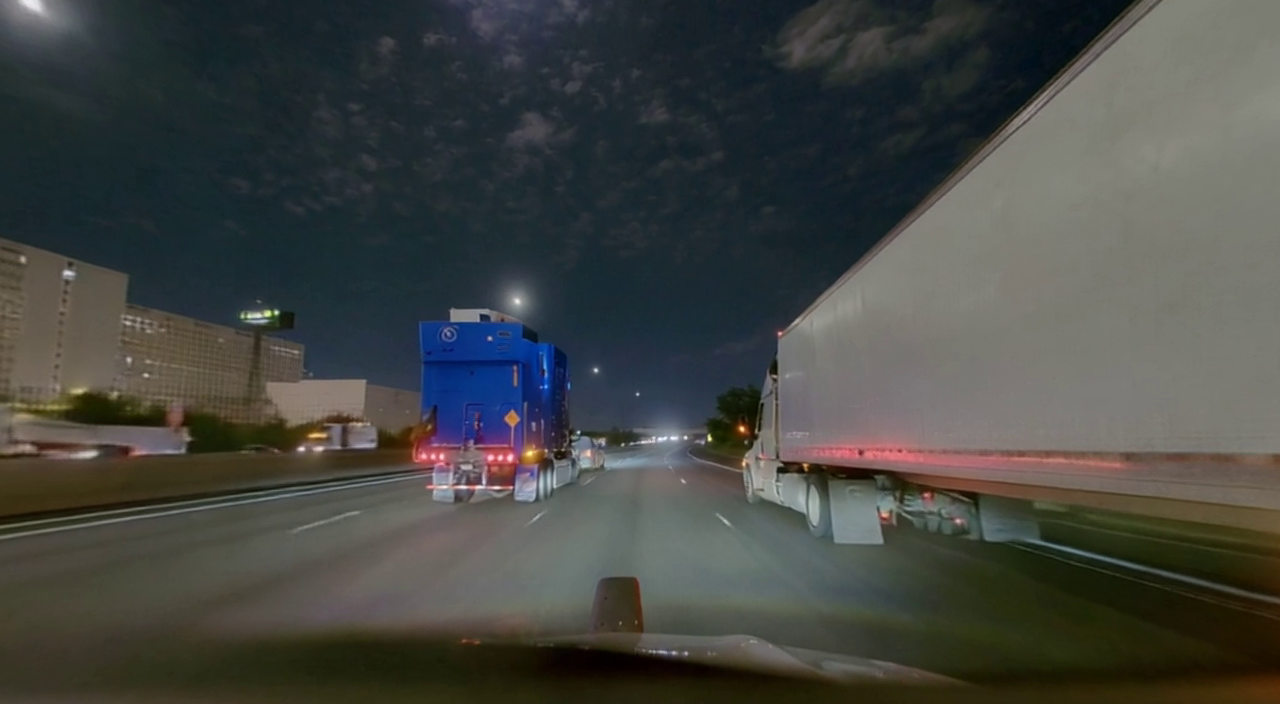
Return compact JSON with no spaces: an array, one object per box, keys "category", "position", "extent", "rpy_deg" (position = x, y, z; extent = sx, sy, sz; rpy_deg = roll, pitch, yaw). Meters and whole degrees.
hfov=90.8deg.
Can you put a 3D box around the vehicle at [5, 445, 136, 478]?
[{"category":"vehicle","position":[-27.661,5.302,30.950],"extent":[1.911,1.505,4.787],"rpy_deg":[0,-8,1]}]

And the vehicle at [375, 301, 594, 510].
[{"category":"vehicle","position":[-3.620,2.191,20.569],"extent":[2.939,4.132,16.303],"rpy_deg":[0,-8,0]}]

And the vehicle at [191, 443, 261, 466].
[{"category":"vehicle","position":[-31.465,7.784,48.161],"extent":[1.950,1.673,4.792],"rpy_deg":[0,-8,1]}]
